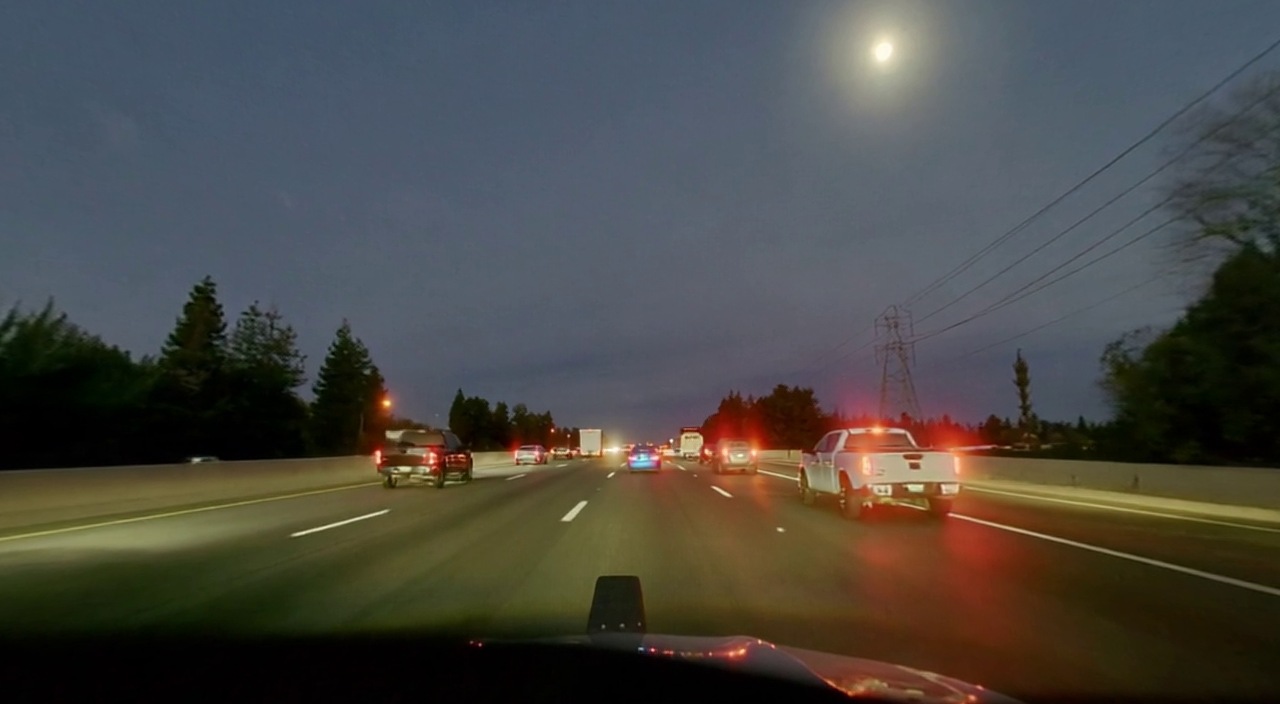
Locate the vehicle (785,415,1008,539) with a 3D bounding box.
[{"bbox_3d":[4.032,2.042,10.882,2.002,1.691,4.290,0,-9,0],"label":"vehicle"}]

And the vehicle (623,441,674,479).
[{"bbox_3d":[0.347,4.476,26.333,1.966,1.444,3.986,0,-9,0],"label":"vehicle"}]

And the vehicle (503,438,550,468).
[{"bbox_3d":[-6.784,6.048,38.016,1.978,1.680,4.263,0,-9,1],"label":"vehicle"}]

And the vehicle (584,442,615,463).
[{"bbox_3d":[-2.937,7.384,46.421,1.904,1.479,4.274,0,-9,1],"label":"vehicle"}]

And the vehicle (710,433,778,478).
[{"bbox_3d":[4.450,4.494,27.694,2.195,1.778,4.455,0,-9,0],"label":"vehicle"}]

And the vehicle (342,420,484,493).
[{"bbox_3d":[-6.821,3.242,19.867,2.269,1.936,5.777,0,-9,0],"label":"vehicle"}]

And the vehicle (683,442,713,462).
[{"bbox_3d":[4.390,7.614,47.934,1.895,1.429,3.908,0,-9,0],"label":"vehicle"}]
